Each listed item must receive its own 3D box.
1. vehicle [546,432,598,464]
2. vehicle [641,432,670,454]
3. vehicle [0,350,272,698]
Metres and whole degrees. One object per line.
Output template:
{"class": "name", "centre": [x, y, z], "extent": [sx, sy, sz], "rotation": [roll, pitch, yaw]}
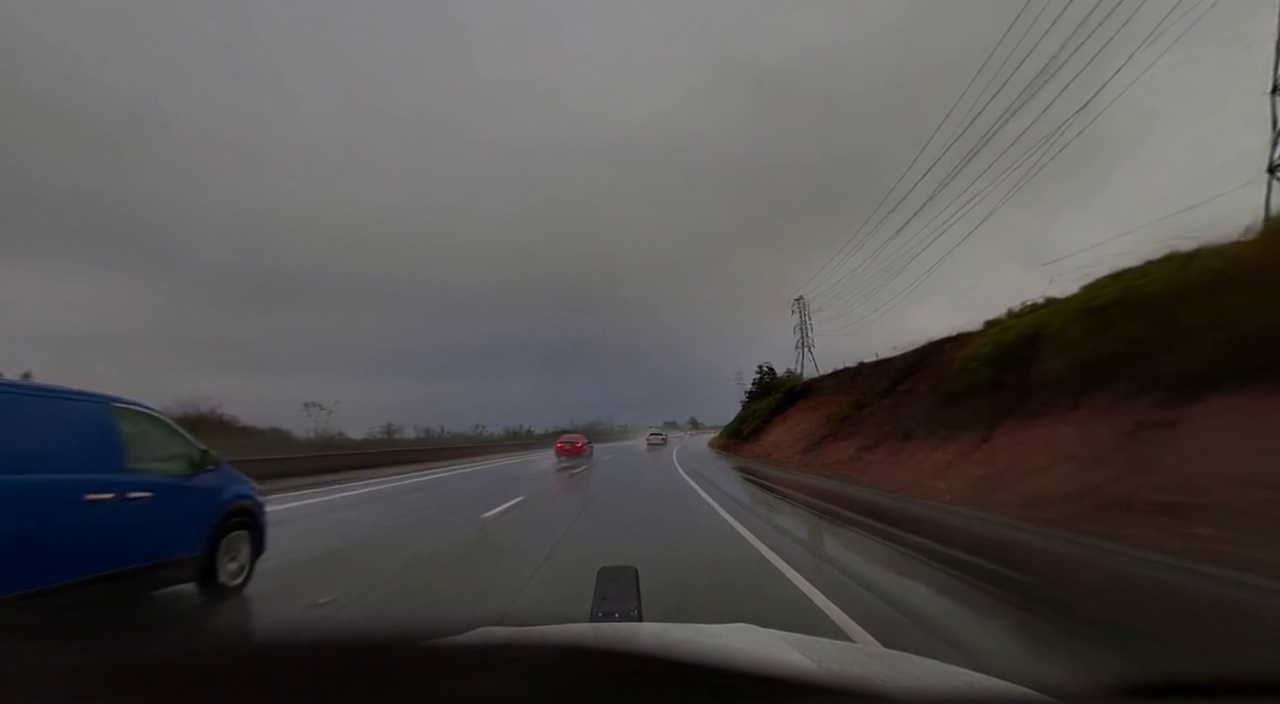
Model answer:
{"class": "vehicle", "centre": [-3.392, 4.852, 32.119], "extent": [2.030, 1.522, 4.250], "rotation": [0, -8, 2]}
{"class": "vehicle", "centre": [1.224, 6.851, 47.519], "extent": [2.077, 1.523, 4.206], "rotation": [0, -8, 3]}
{"class": "vehicle", "centre": [-4.193, 0.856, 3.165], "extent": [2.072, 1.706, 4.260], "rotation": [0, -8, 0]}
